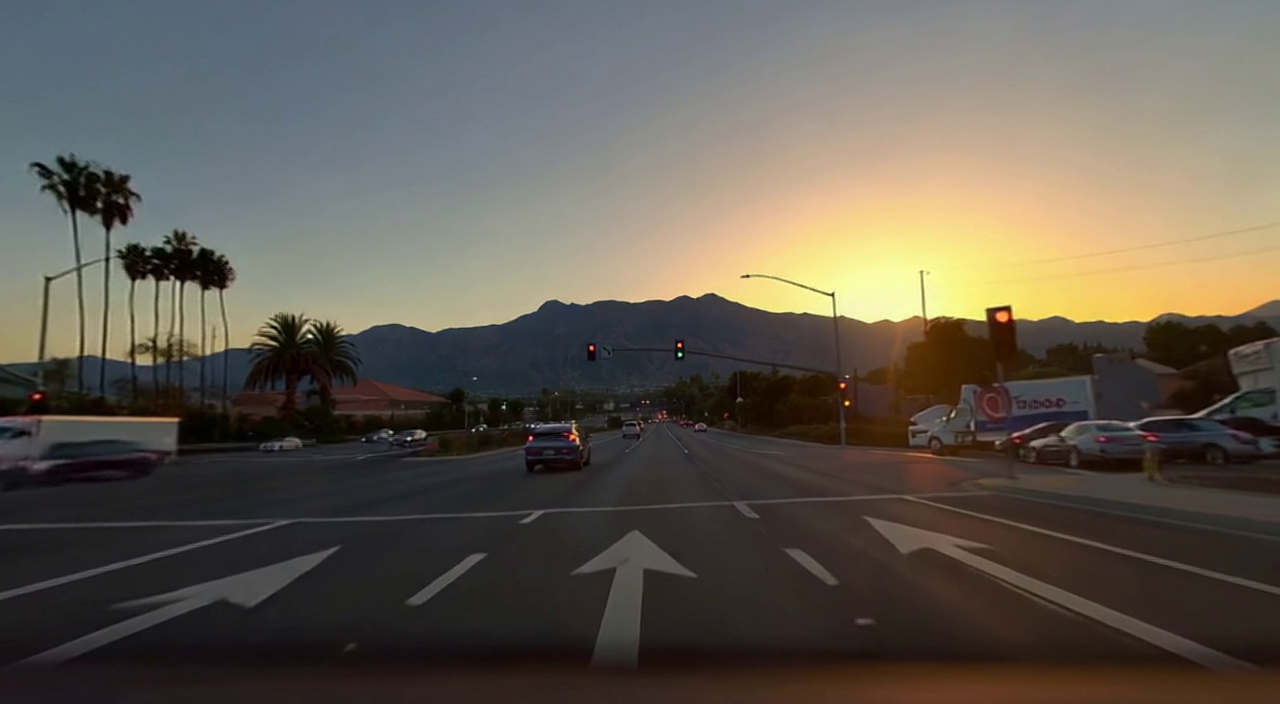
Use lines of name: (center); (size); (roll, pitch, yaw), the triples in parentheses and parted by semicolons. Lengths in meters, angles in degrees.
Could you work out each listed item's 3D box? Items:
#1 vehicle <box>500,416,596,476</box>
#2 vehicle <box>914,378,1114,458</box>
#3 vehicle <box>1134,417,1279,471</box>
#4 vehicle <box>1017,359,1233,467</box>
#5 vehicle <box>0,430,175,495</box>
vehicle: (-2.843, 3.078, 20.667); (2.287, 1.712, 4.537); (0, -8, 2)
vehicle: (16.995, 3.167, 29.197); (7.088, 3.414, 3.237); (-2, -8, 12)
vehicle: (19.217, 2.965, 20.204); (4.769, 1.638, 2.091); (0, -8, 2)
vehicle: (18.413, 2.419, 24.236); (5.512, 3.865, 3.002); (-1, -9, 2)
vehicle: (-15.744, 3.005, 17.507); (1.942, 1.542, 4.576); (0, -8, 1)
